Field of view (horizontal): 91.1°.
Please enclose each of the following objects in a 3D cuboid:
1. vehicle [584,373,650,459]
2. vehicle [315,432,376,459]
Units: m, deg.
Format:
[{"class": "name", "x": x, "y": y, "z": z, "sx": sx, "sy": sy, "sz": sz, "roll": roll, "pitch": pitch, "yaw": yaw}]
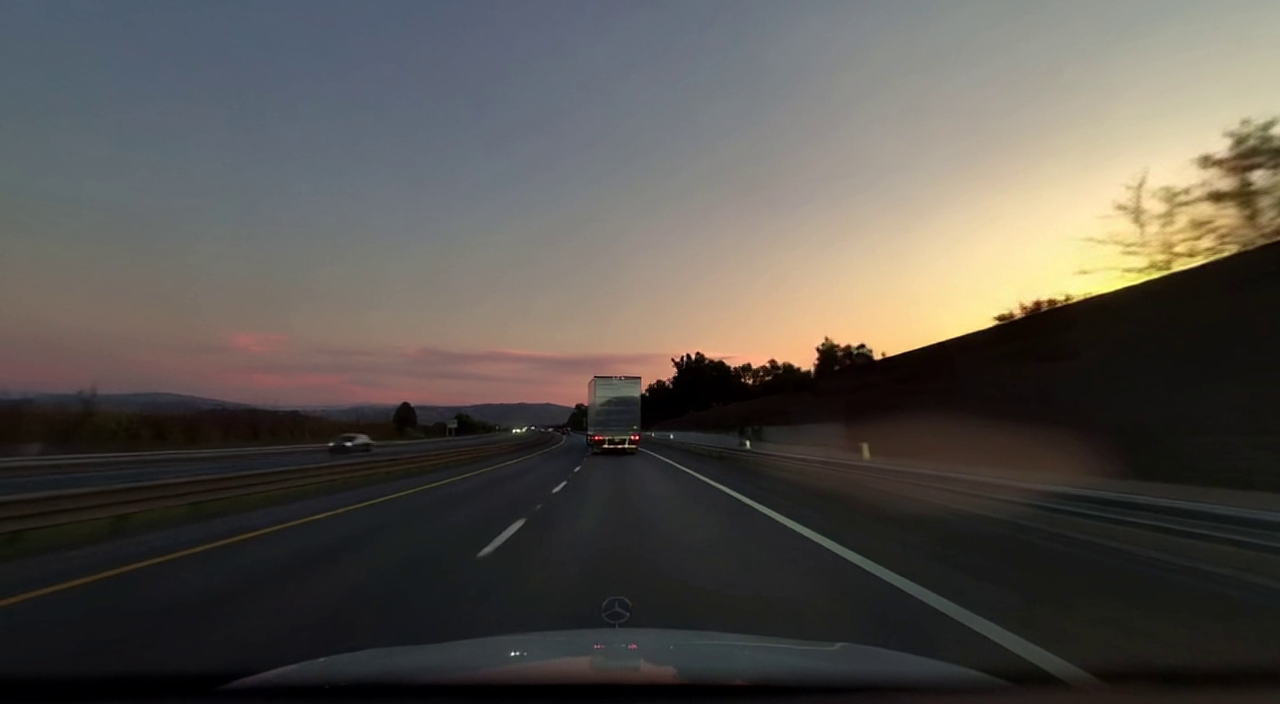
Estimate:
[{"class": "vehicle", "x": -1.317, "y": 3.647, "z": 34.362, "sx": 3.023, "sy": 3.965, "sz": 10.402, "roll": 0, "pitch": -8, "yaw": -3}, {"class": "vehicle", "x": -18.249, "y": 5.816, "z": 39.204, "sx": 1.879, "sy": 1.564, "sz": 4.435, "roll": 0, "pitch": -8, "yaw": -4}]
